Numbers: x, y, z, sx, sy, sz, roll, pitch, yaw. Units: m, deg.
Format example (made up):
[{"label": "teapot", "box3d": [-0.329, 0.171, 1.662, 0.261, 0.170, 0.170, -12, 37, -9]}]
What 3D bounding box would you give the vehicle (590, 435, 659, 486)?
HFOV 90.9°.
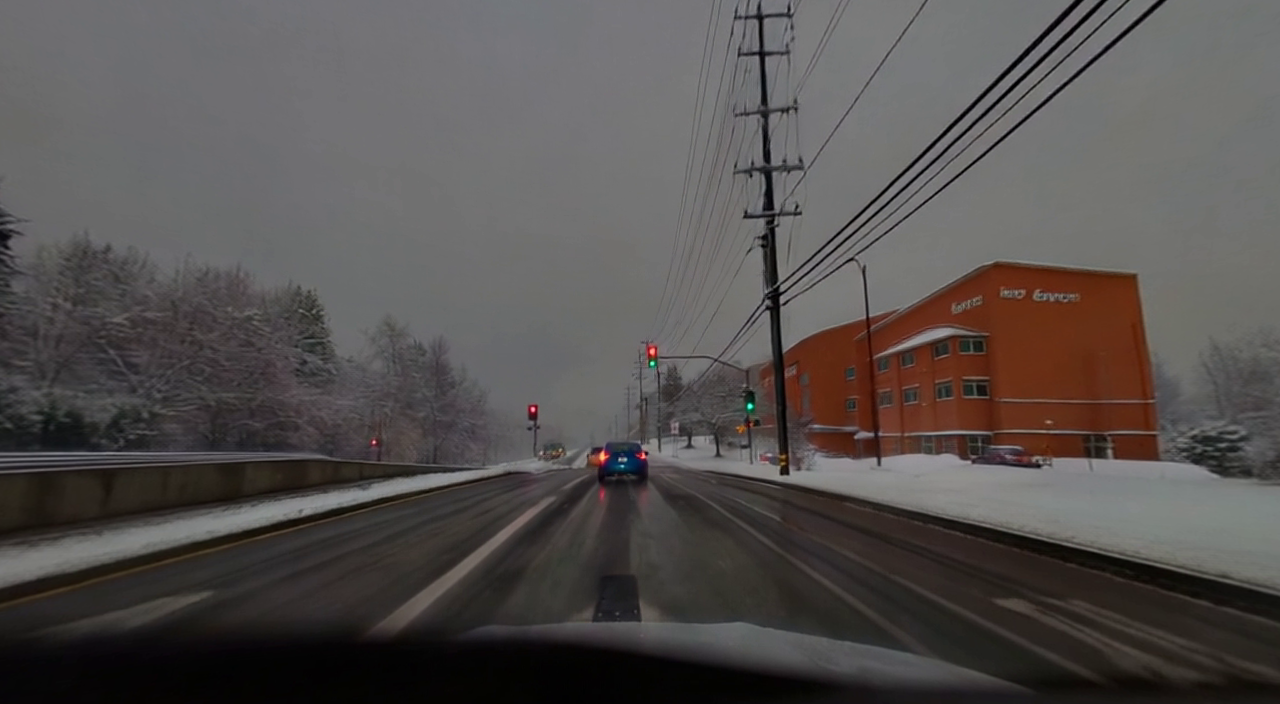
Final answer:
[{"label": "vehicle", "box3d": [-0.519, 3.614, 21.400, 2.123, 1.566, 3.662, 0, -8, -1]}]
